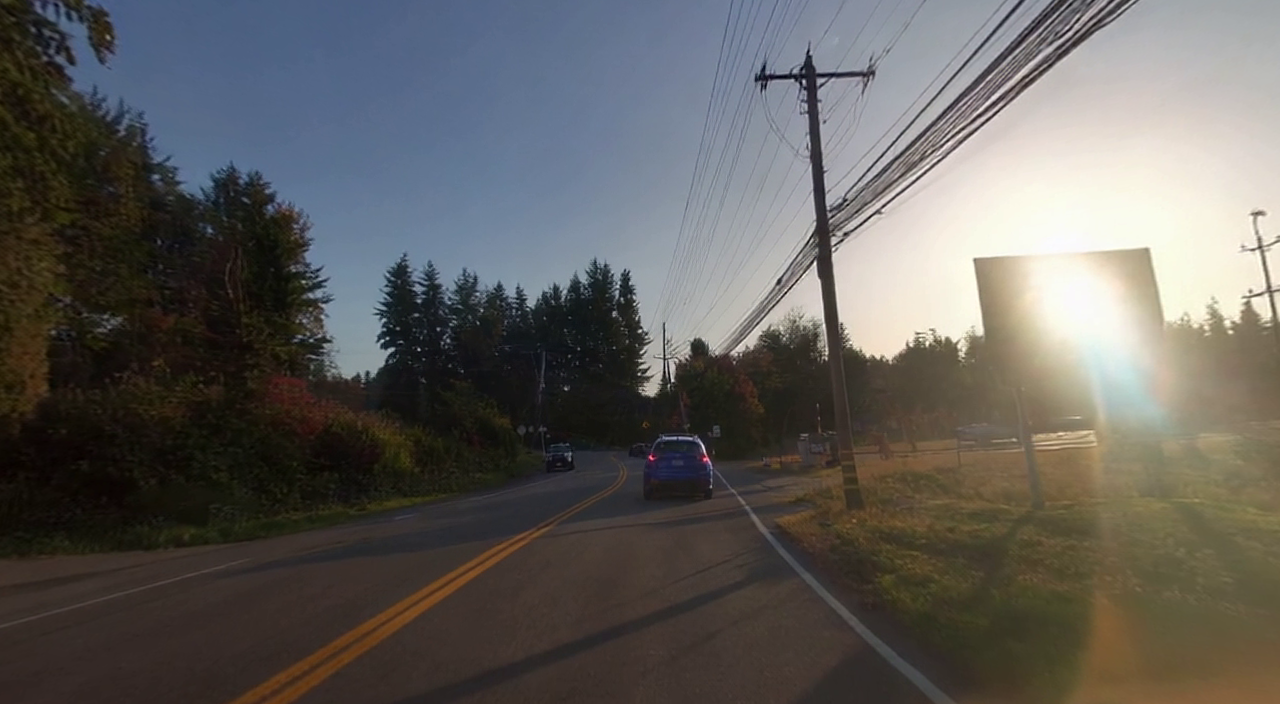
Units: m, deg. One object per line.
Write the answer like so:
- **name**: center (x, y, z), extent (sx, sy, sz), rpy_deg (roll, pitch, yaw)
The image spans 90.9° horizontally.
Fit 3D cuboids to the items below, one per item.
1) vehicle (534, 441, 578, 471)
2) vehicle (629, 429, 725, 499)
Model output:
- **vehicle**: center (-6.173, 7.493, 45.581), extent (2.668, 1.981, 5.575), rpy_deg (2, -9, -12)
- **vehicle**: center (0.875, 2.719, 15.620), extent (2.081, 1.503, 3.726), rpy_deg (0, -8, 2)
